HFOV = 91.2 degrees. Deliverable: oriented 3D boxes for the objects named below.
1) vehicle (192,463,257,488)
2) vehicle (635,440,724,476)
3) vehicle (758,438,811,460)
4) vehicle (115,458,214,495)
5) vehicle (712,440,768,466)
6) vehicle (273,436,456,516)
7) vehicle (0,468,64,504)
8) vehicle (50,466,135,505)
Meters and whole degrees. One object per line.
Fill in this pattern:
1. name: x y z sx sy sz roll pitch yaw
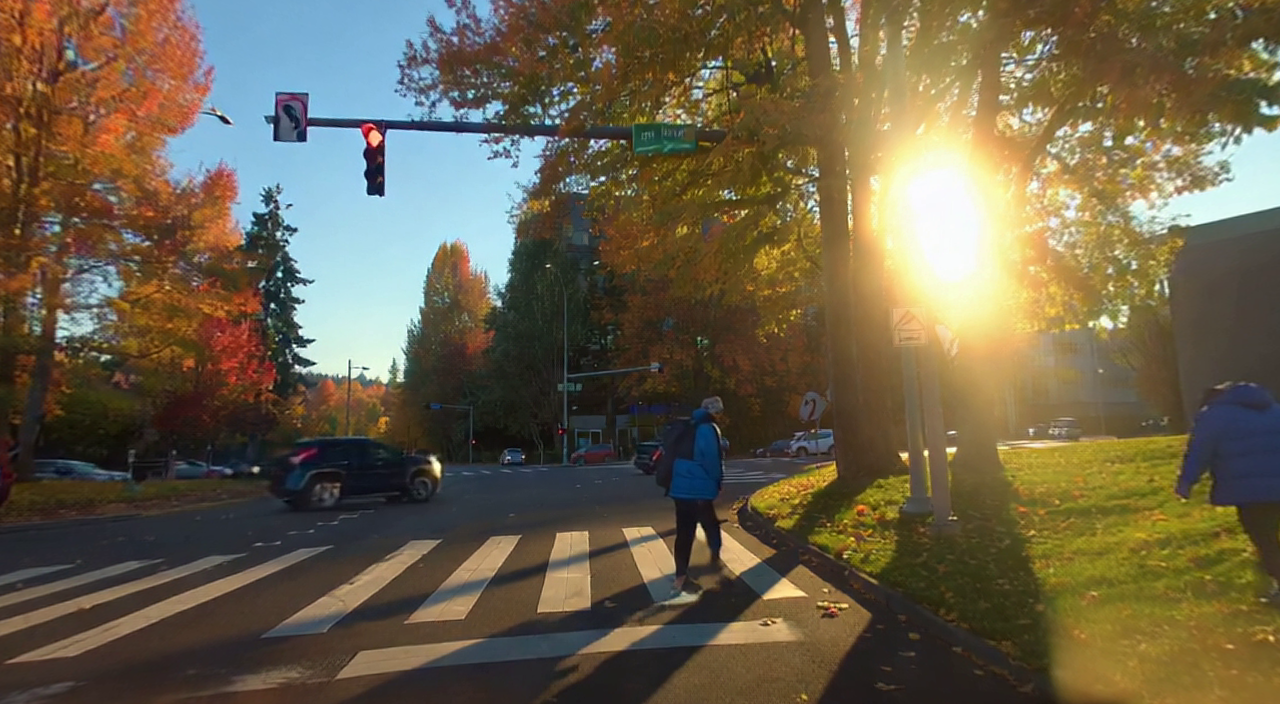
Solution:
1. vehicle: -28.544 8.479 43.168 1.768 1.465 3.972 0 -9 -1
2. vehicle: 2.018 5.134 30.520 1.915 1.586 4.734 -7 -11 38
3. vehicle: 11.462 7.646 49.381 1.979 1.659 4.907 -8 -11 39
4. vehicle: -27.850 7.264 36.948 2.064 1.913 5.081 0 -9 -3
5. vehicle: 7.034 7.055 43.946 1.867 1.743 4.259 -8 -11 39
6. vehicle: -7.780 3.456 18.043 2.001 1.988 4.281 -8 -11 39
7. vehicle: -30.326 6.443 30.324 1.800 1.520 3.968 2 -9 -14
8. vehicle: -25.429 6.156 29.282 1.694 1.528 4.225 3 -9 -24
